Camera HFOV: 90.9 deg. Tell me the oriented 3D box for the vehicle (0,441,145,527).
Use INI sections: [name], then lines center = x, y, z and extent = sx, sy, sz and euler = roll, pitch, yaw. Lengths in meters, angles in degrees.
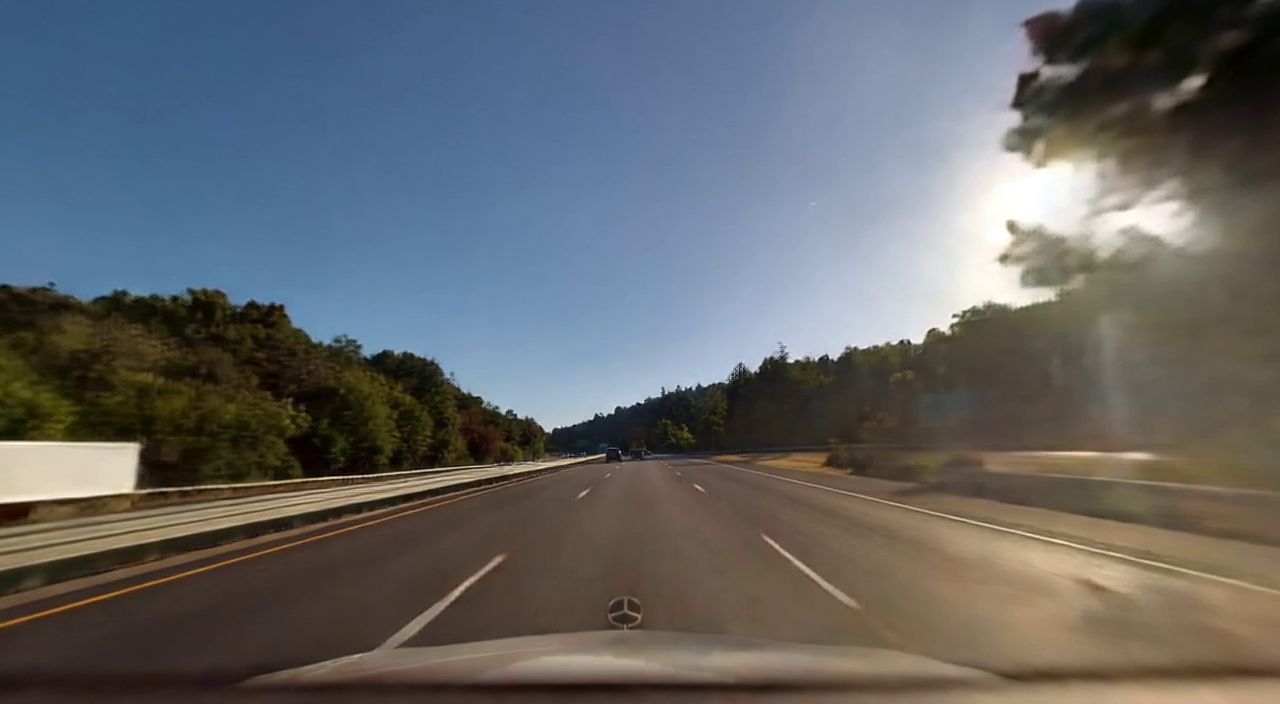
[vehicle]
center = -28.504, 5.876, 28.617
extent = 2.963, 3.633, 11.062
euler = 0, -8, 1
